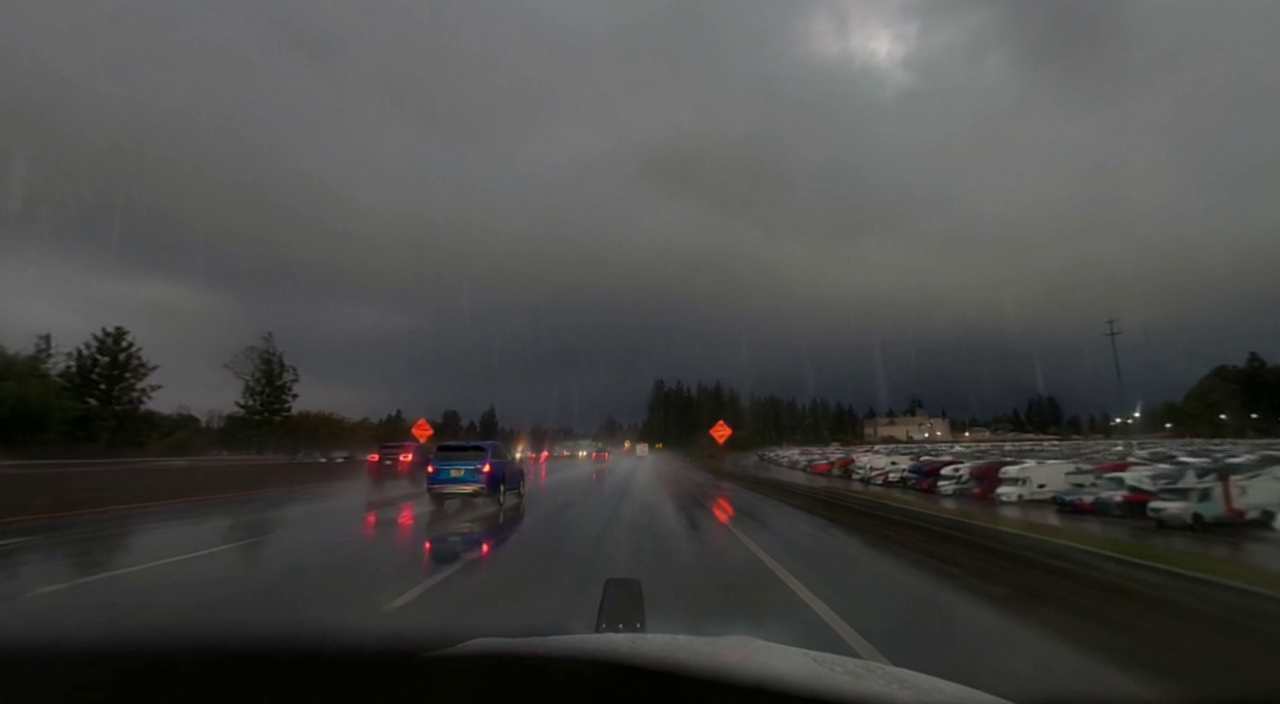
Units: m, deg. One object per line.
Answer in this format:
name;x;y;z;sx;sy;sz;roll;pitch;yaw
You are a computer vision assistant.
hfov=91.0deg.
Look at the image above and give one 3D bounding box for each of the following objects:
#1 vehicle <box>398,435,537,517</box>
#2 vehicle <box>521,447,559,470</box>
vehicle;-3.910;2.891;15.171;2.070;1.665;4.213;0;-9;1
vehicle;-7.492;8.056;47.773;2.046;1.644;4.422;0;-9;1
